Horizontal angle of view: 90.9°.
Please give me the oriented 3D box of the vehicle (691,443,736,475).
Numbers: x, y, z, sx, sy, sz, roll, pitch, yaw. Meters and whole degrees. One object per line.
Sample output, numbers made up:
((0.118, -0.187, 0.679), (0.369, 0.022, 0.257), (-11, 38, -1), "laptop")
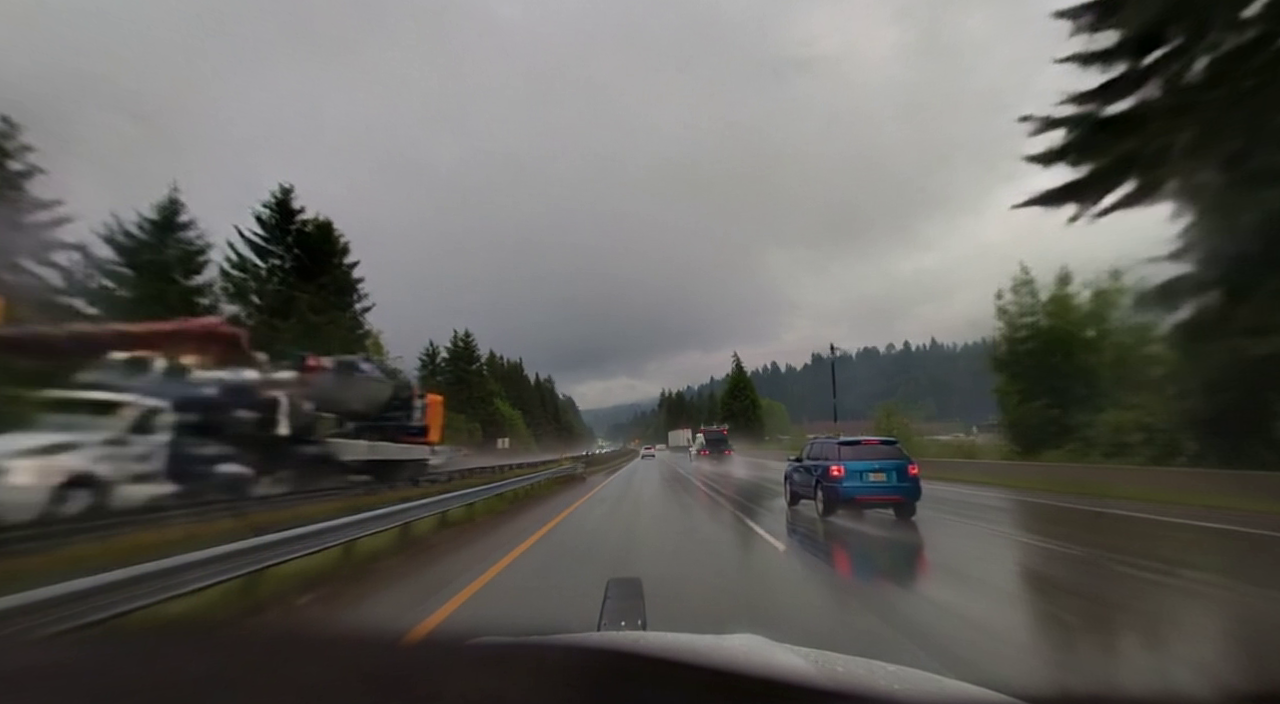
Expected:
((4.146, 6.106, 36.080), (2.022, 1.658, 4.132), (0, -9, -1), "vehicle")

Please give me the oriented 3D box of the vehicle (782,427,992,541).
((3.989, 2.203, 11.074), (2.005, 1.604, 4.002), (0, -9, -1), "vehicle")

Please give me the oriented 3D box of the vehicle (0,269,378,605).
((-7.851, 1.481, 10.746), (3.011, 3.465, 8.510), (0, -9, 0), "vehicle")
